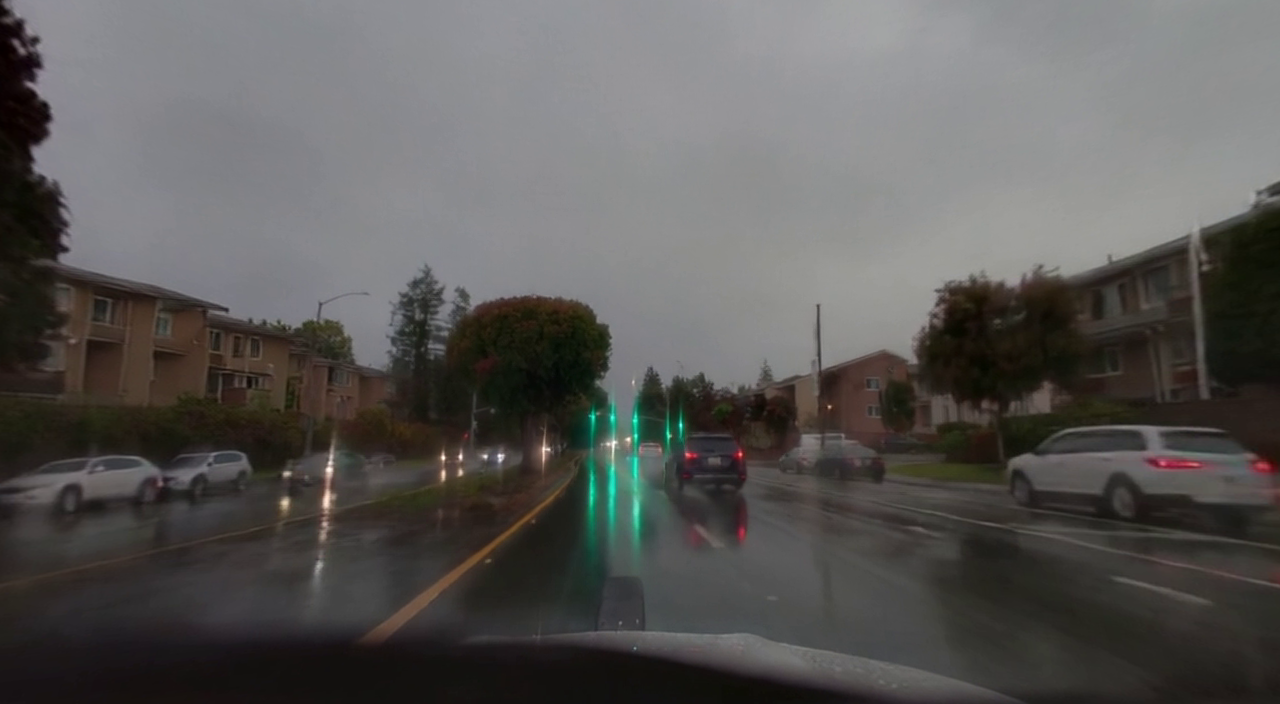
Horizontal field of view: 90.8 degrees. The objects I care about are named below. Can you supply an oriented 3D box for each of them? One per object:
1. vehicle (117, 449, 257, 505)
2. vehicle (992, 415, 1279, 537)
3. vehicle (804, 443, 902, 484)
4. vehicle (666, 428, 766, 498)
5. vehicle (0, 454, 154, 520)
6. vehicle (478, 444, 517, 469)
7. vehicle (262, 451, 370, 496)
[{"bbox_3d":[-18.227,4.992,25.839,2.182,1.840,5.105,-2,-7,-3],"label":"vehicle"},{"bbox_3d":[9.391,2.264,12.256,2.052,1.853,4.886,0,-8,-3],"label":"vehicle"},{"bbox_3d":[8.598,4.514,26.077,1.936,1.485,5.111,0,-8,-4],"label":"vehicle"},{"bbox_3d":[2.065,3.198,18.674,2.085,1.763,4.490,0,-8,-4],"label":"vehicle"},{"bbox_3d":[-18.067,4.145,19.970,1.871,1.712,4.710,0,-8,-4],"label":"vehicle"},{"bbox_3d":[-10.279,7.546,45.857,2.033,1.685,4.420,0,-8,-4],"label":"vehicle"},{"bbox_3d":[-12.176,4.536,24.102,1.895,1.458,4.512,0,-8,-3],"label":"vehicle"}]
